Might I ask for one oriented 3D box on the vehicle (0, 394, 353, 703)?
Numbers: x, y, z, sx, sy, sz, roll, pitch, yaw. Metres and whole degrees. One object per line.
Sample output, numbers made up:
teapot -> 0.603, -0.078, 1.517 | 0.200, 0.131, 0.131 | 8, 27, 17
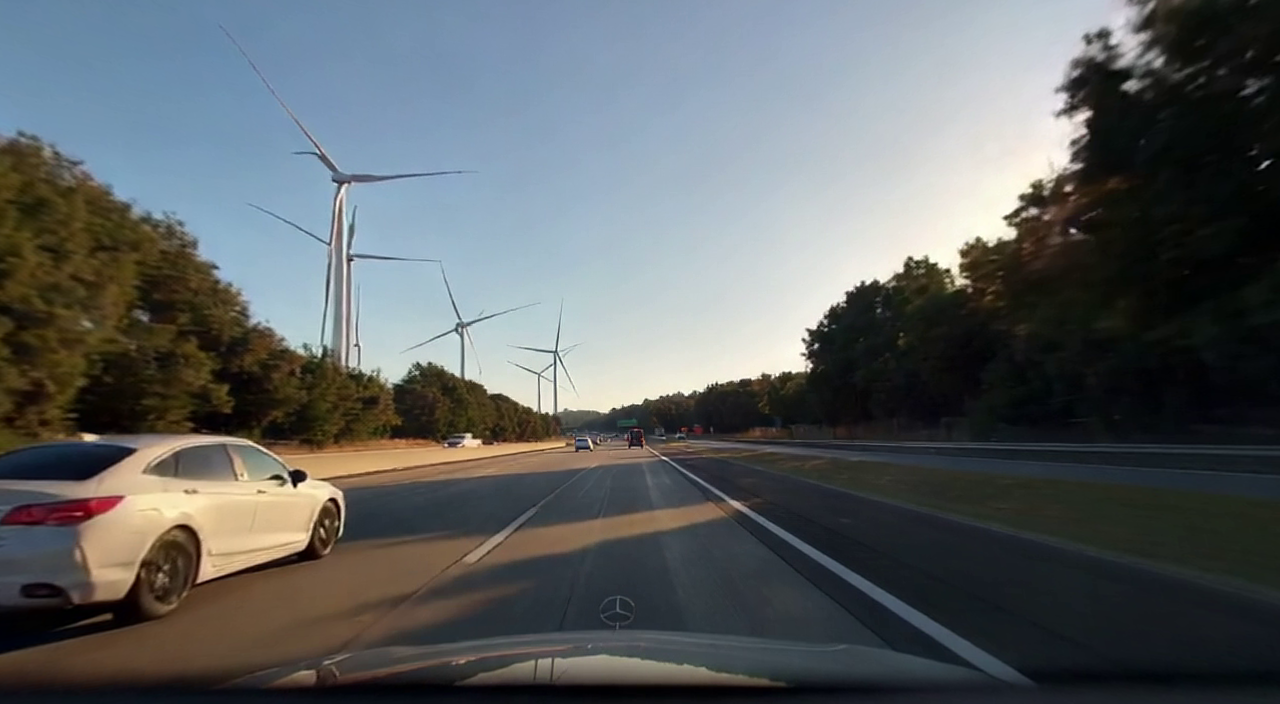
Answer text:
vehicle -> -3.978, 1.172, 4.537 | 1.950, 1.511, 3.965 | 0, -8, 0
